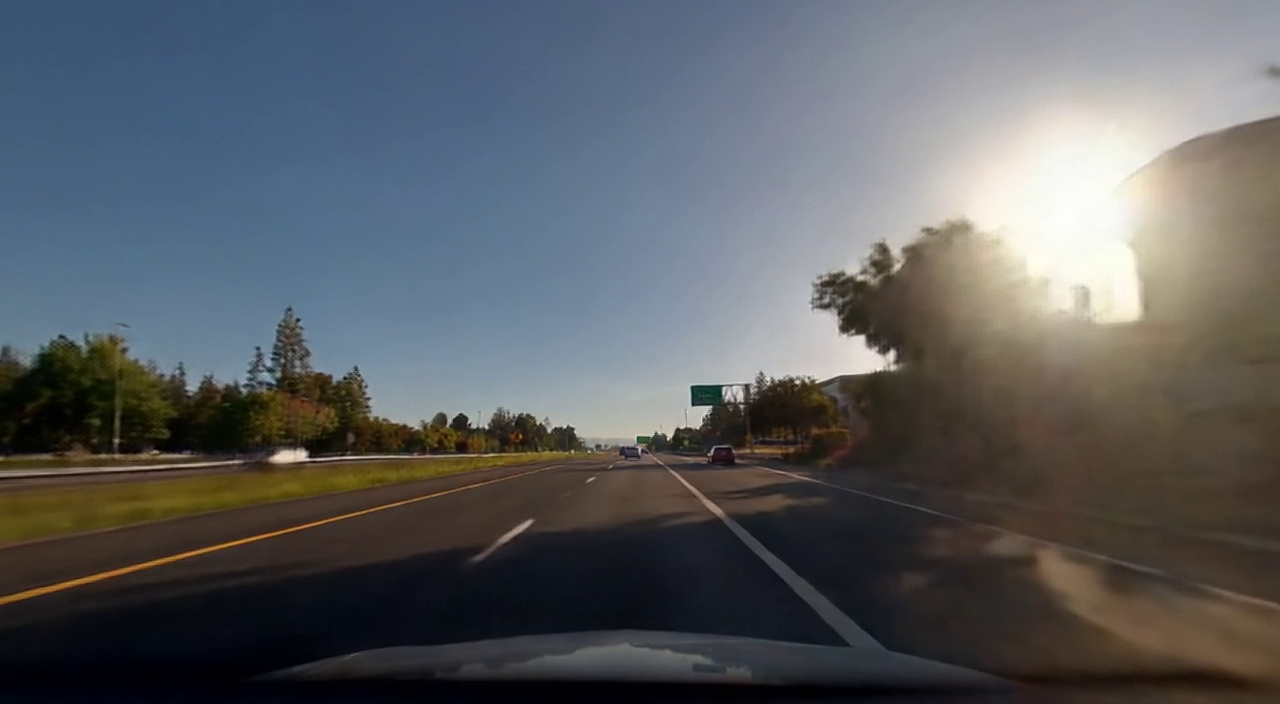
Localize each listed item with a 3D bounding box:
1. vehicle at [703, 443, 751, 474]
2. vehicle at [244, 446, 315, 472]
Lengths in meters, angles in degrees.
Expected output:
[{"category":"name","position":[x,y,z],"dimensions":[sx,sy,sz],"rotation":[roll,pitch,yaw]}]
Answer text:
[{"category":"vehicle","position":[4.876,6.025,35.813],"dimensions":[2.085,1.594,4.848],"rotation":[0,-9,1]},{"category":"vehicle","position":[-24.012,7.102,42.126],"dimensions":[1.958,1.646,4.547],"rotation":[0,-9,2]}]
